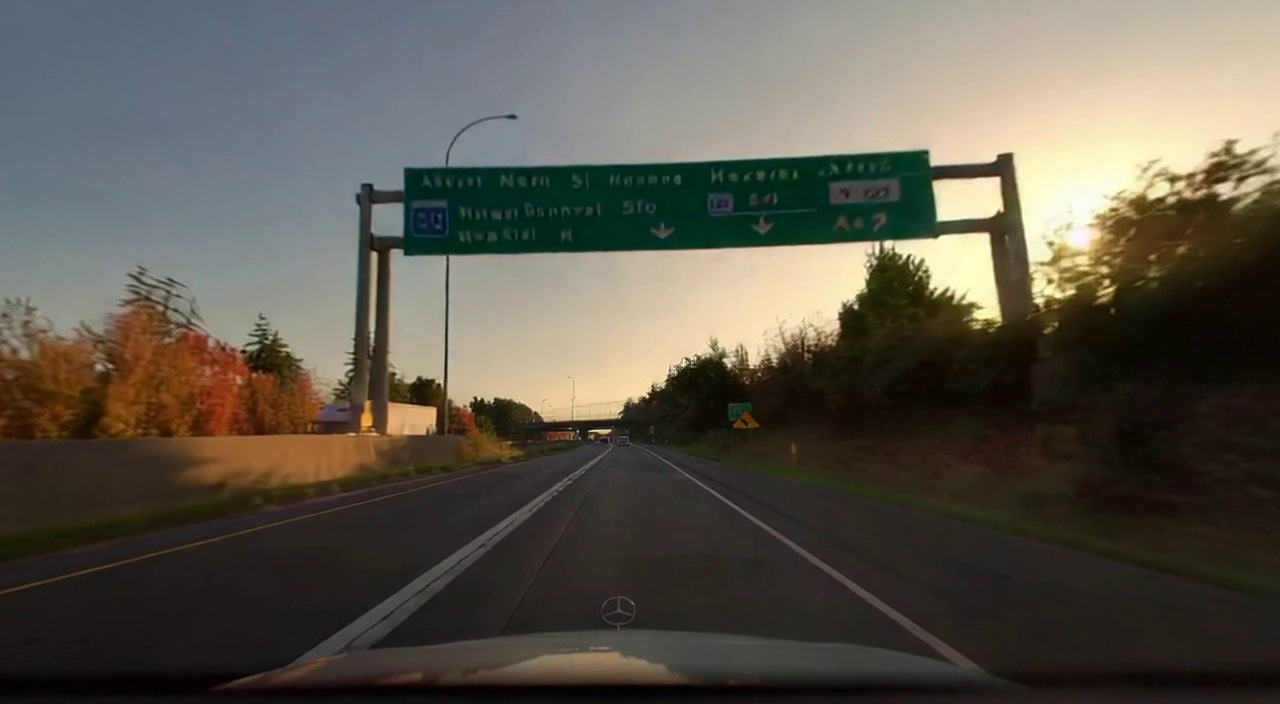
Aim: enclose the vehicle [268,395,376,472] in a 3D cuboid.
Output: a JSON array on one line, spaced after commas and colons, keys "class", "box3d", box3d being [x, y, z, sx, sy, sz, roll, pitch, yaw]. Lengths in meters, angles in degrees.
[{"class": "vehicle", "box3d": [-17.763, 4.645, 35.795, 2.992, 3.988, 5.920, 0, -8, -1]}]
